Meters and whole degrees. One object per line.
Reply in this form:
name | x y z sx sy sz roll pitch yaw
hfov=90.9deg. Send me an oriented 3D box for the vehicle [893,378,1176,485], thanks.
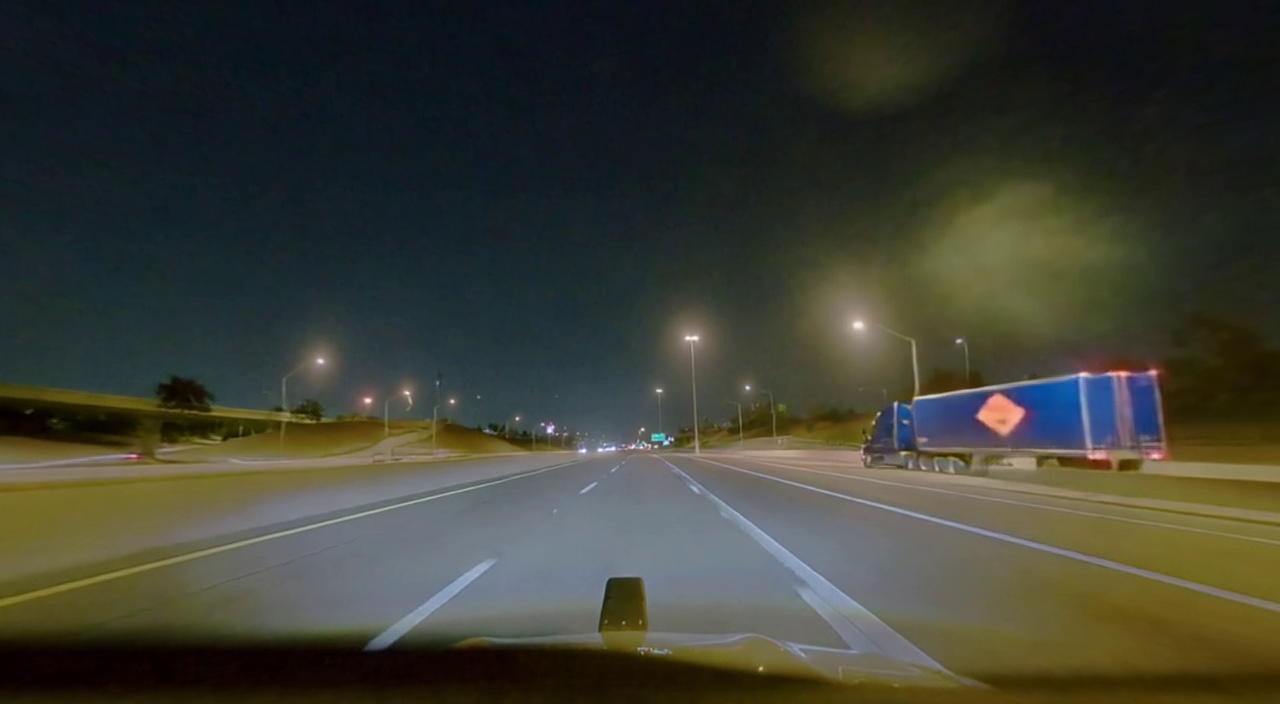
vehicle | 18.910 4.344 33.221 3.395 4.178 16.548 0 -8 -4
